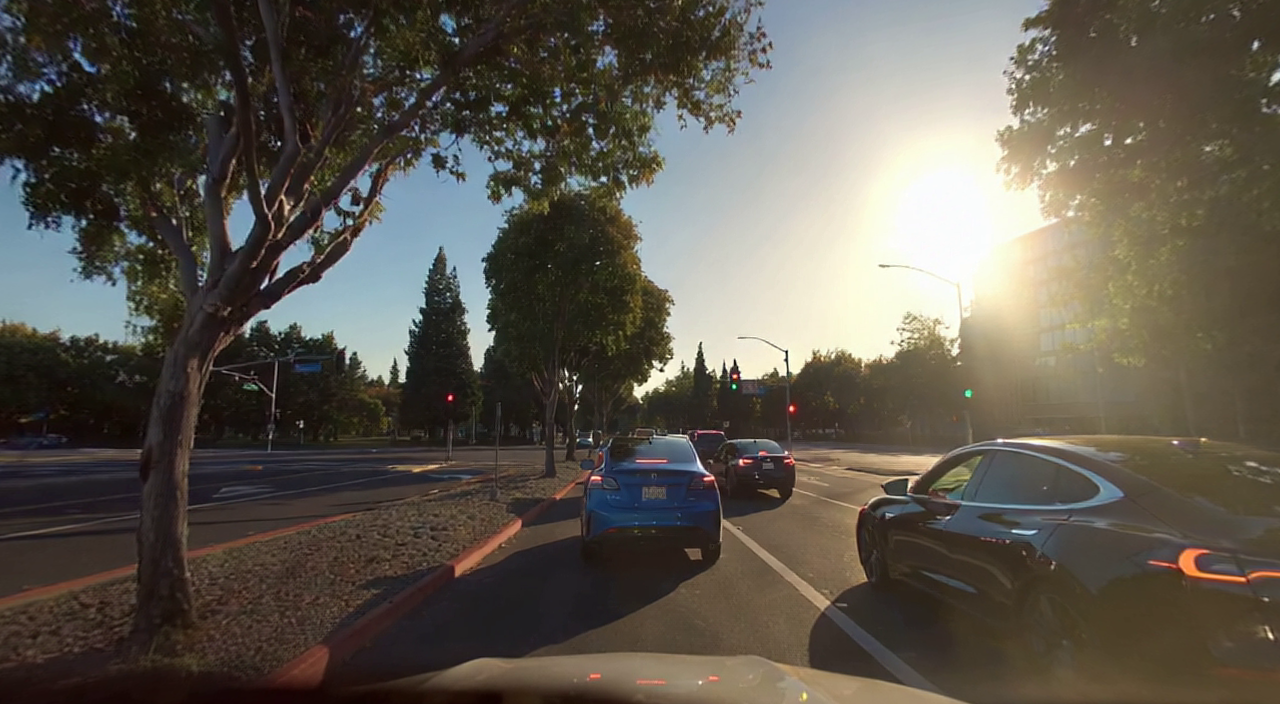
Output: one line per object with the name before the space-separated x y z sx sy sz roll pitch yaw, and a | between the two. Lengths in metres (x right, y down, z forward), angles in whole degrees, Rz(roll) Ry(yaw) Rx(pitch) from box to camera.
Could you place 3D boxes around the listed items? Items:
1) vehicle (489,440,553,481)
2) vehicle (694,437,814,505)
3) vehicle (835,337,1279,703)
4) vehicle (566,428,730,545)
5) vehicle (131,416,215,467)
vehicle | -4.634 4.281 25.251 1.972 1.457 4.171 0 -8 -4
vehicle | 2.692 2.927 16.035 2.058 1.466 4.208 0 -8 -3
vehicle | 3.181 1.105 4.309 2.167 1.676 4.443 0 -8 -1
vehicle | 0.026 2.079 10.470 2.147 1.499 4.240 0 -8 -2
vehicle | -29.263 5.626 39.708 2.608 2.990 3.026 2 -8 2
